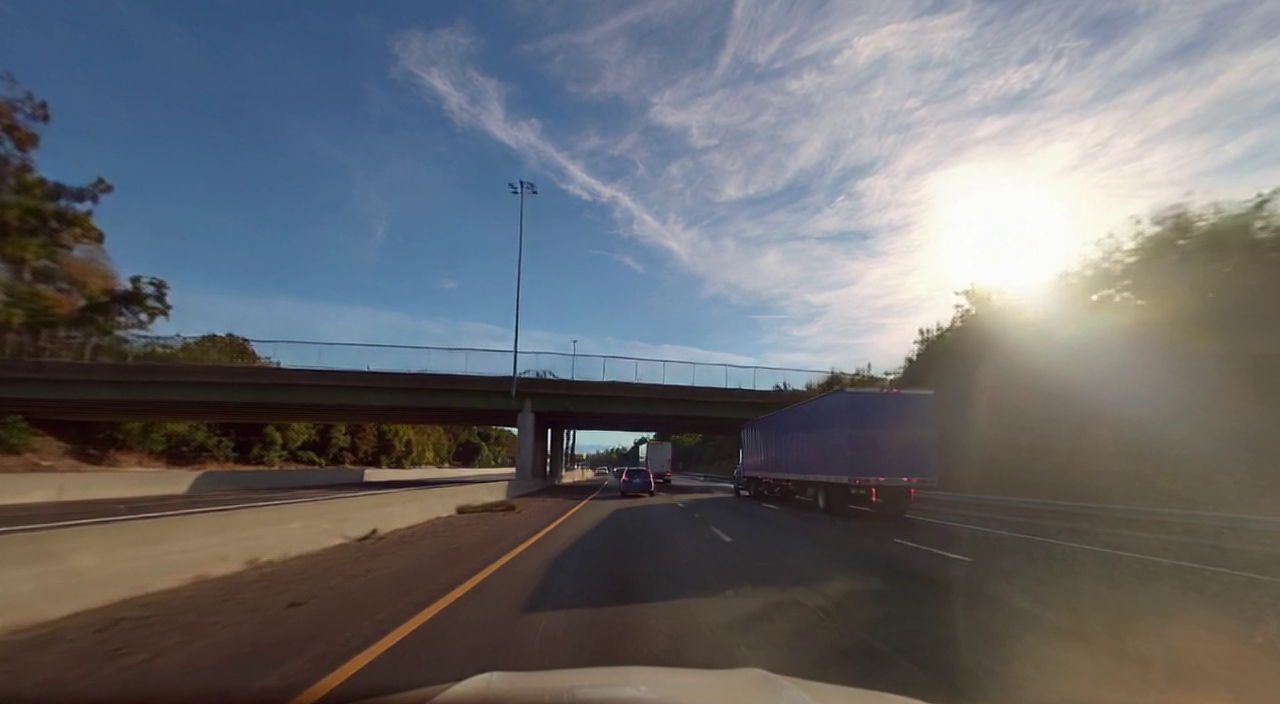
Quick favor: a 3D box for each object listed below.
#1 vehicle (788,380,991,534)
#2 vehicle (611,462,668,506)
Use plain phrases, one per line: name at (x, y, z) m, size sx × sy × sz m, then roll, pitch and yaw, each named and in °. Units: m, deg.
vehicle at (7.011, 3.279, 19.455) m, size 2.839 × 3.684 × 8.091 m, roll 1°, pitch -11°, yaw -1°
vehicle at (-0.032, 5.199, 24.977) m, size 2.067 × 1.552 × 3.601 m, roll 1°, pitch -11°, yaw 0°
